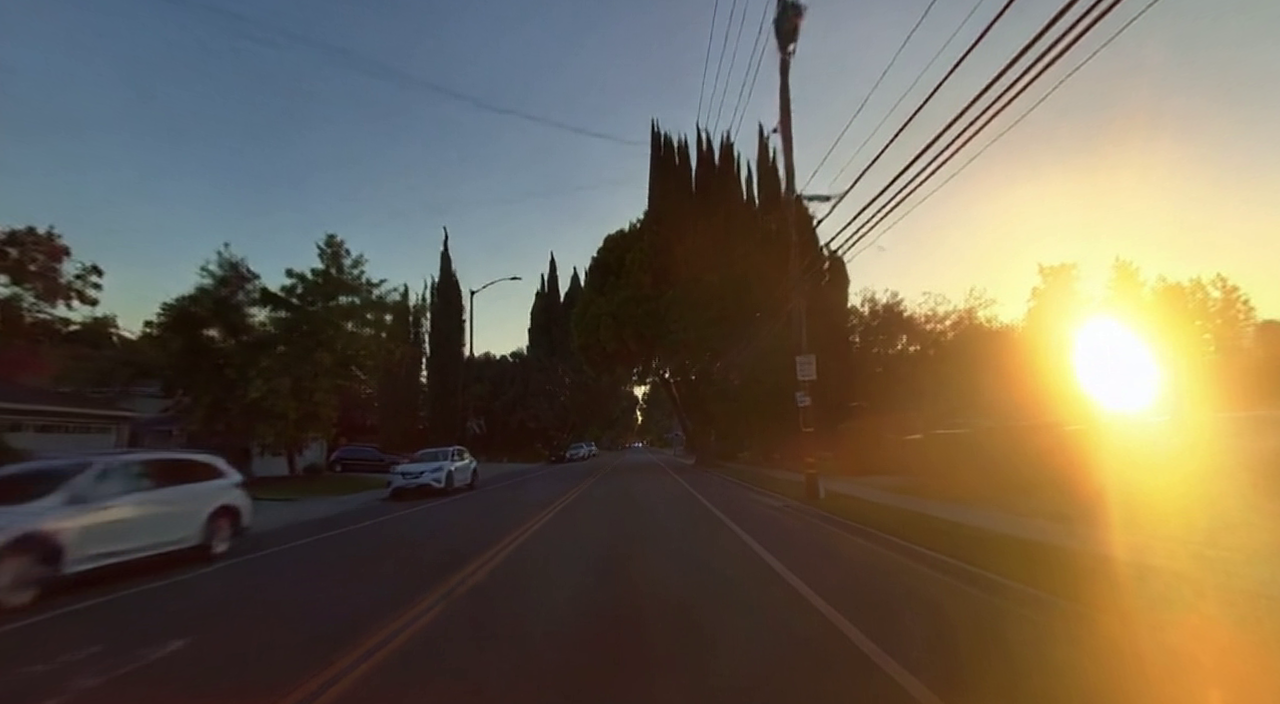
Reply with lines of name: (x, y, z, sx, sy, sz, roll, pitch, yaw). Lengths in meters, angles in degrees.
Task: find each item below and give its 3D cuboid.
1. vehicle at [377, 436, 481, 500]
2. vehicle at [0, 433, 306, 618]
vehicle: (-6.713, 3.742, 20.607, 1.923, 1.687, 4.511, -4, -9, -1)
vehicle: (-6.446, 1.910, 7.671, 2.129, 1.556, 4.778, -4, -9, 1)
